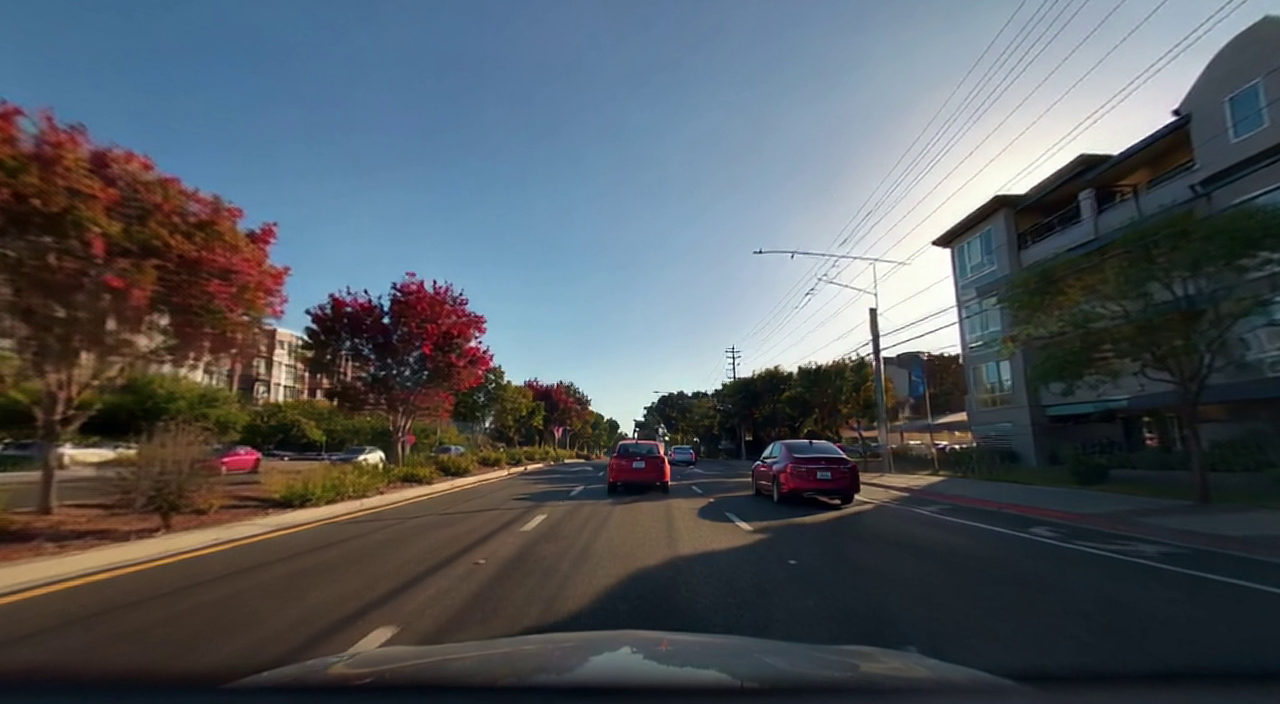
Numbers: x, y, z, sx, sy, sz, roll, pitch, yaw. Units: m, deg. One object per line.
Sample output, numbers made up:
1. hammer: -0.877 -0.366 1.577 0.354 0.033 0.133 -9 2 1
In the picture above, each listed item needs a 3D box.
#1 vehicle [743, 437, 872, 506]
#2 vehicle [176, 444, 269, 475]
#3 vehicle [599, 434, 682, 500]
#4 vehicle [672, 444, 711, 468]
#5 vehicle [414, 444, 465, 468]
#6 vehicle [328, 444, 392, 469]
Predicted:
1. vehicle: 4.140 3.023 16.467 2.086 1.534 4.351 0 -9 -1
2. vehicle: -21.607 5.552 32.924 1.821 1.485 4.393 0 -9 0
3. vehicle: -0.027 3.174 17.804 2.073 1.606 3.933 0 -9 -1
4. vehicle: 3.255 6.724 41.042 2.054 1.461 4.321 0 -9 -1
5. vehicle: -13.776 7.159 43.638 1.981 1.572 4.575 0 -9 0
6. vehicle: -17.406 6.498 39.506 1.873 1.459 4.447 0 -9 1
